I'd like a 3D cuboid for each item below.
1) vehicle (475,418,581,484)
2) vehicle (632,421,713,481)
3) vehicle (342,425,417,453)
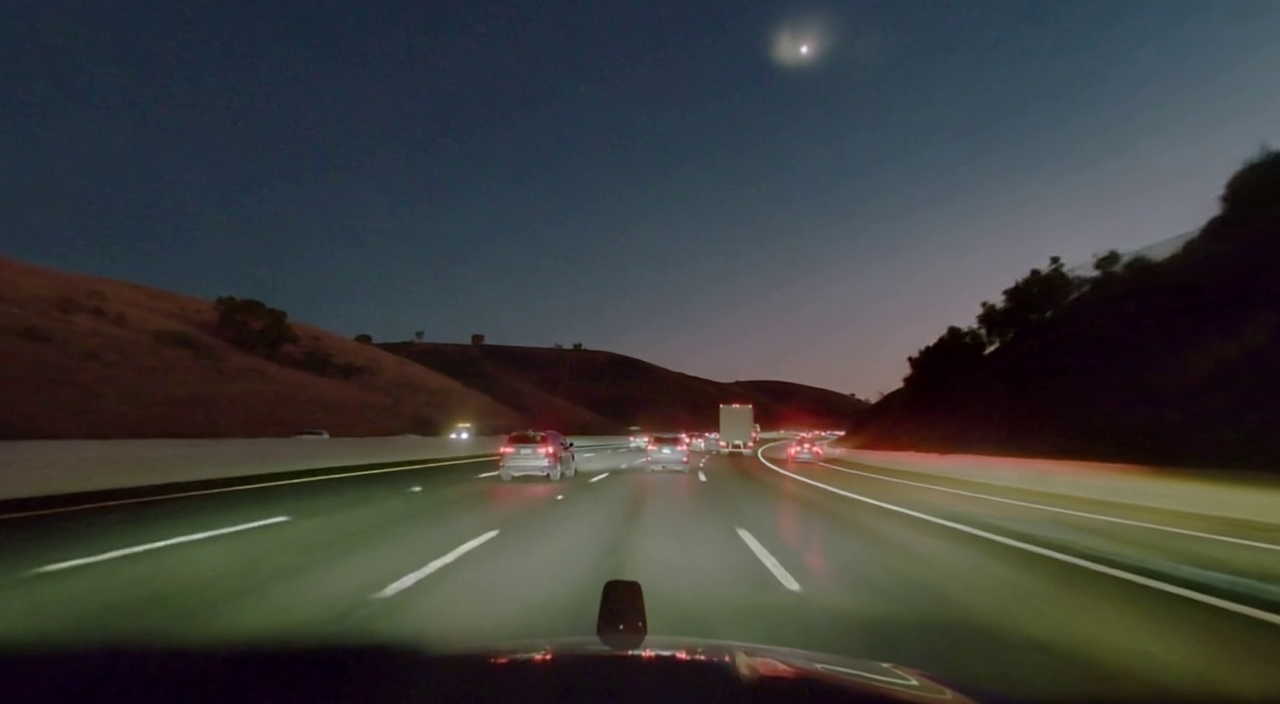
[{"bbox_3d":[-3.148,2.925,18.766,2.077,1.712,4.406,-1,-8,4],"label":"vehicle"},{"bbox_3d":[1.136,3.366,21.662,2.484,1.820,4.497,-1,-8,4],"label":"vehicle"},{"bbox_3d":[-15.669,5.293,38.233,2.243,1.558,4.619,-1,-8,6],"label":"vehicle"}]
